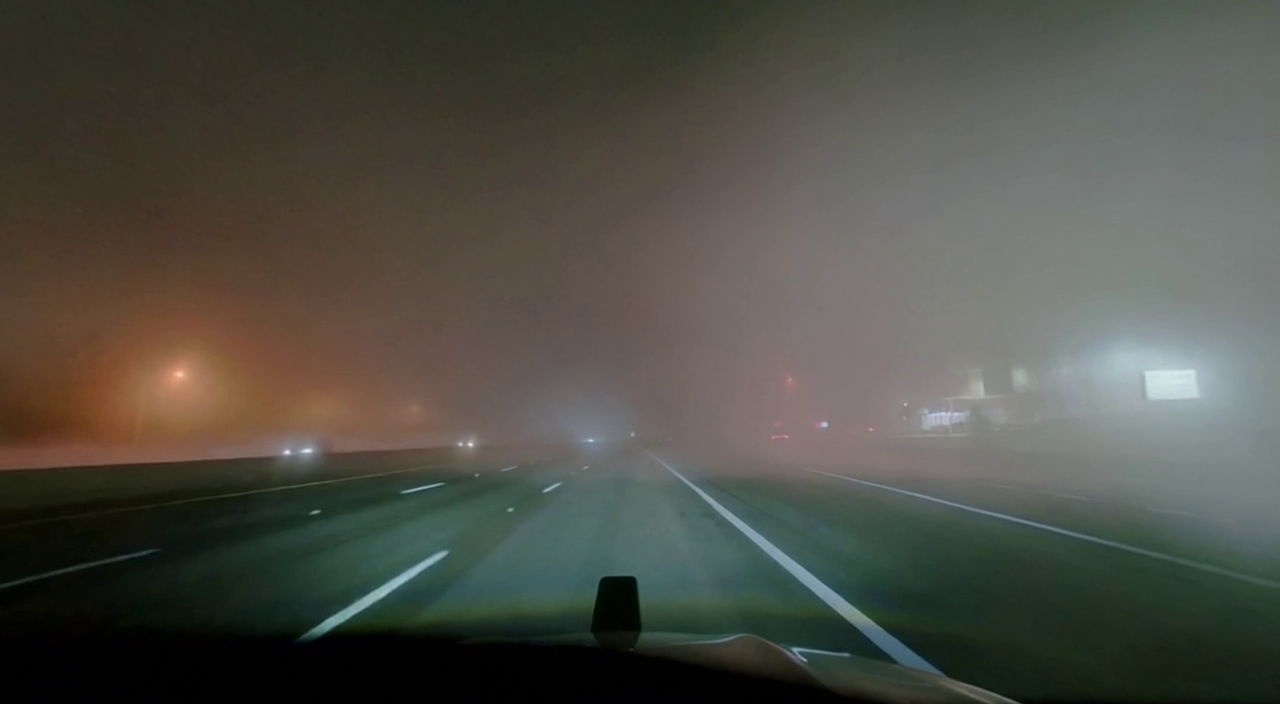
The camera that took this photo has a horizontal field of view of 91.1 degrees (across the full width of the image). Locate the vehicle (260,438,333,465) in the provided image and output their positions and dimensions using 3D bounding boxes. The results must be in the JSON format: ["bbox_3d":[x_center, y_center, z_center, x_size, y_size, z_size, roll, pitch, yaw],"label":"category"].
[{"bbox_3d":[-21.334,6.189,39.268,1.948,1.556,4.487,0,-8,1],"label":"vehicle"}]
